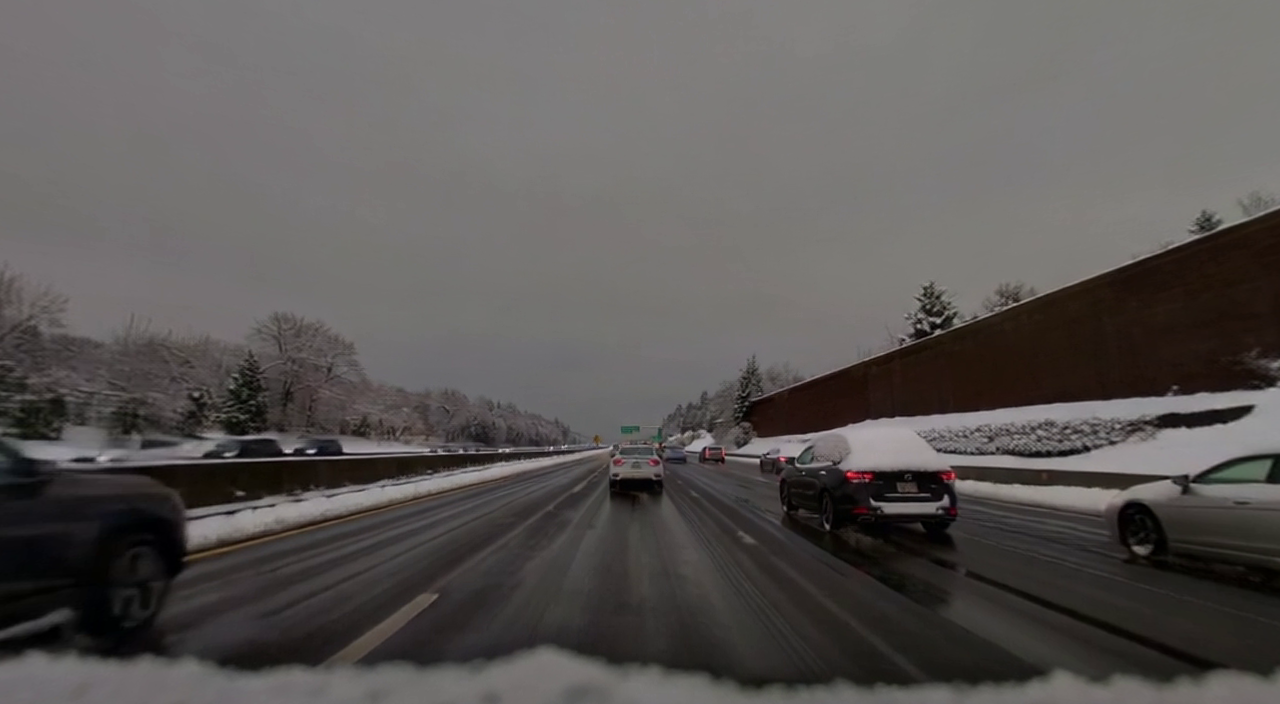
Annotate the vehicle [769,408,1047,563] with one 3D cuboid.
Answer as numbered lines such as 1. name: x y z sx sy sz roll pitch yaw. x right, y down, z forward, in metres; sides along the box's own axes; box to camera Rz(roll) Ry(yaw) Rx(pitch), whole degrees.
1. vehicle: 3.631 1.921 9.816 2.162 1.800 4.693 0 -9 -1

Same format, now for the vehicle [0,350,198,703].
1. vehicle: -4.222 0.699 1.846 2.218 1.776 5.031 0 -9 0

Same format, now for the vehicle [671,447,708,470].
1. vehicle: 3.303 7.232 43.186 1.998 1.490 4.296 0 -9 -2

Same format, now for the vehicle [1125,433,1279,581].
1. vehicle: 7.366 1.511 6.070 1.872 1.469 4.414 0 -9 0

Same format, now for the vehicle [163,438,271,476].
1. vehicle: -21.444 5.354 32.359 2.163 1.774 4.928 0 -9 -1

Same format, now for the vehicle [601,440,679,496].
1. vehicle: -0.051 3.419 18.900 2.098 1.475 3.997 0 -9 -1
